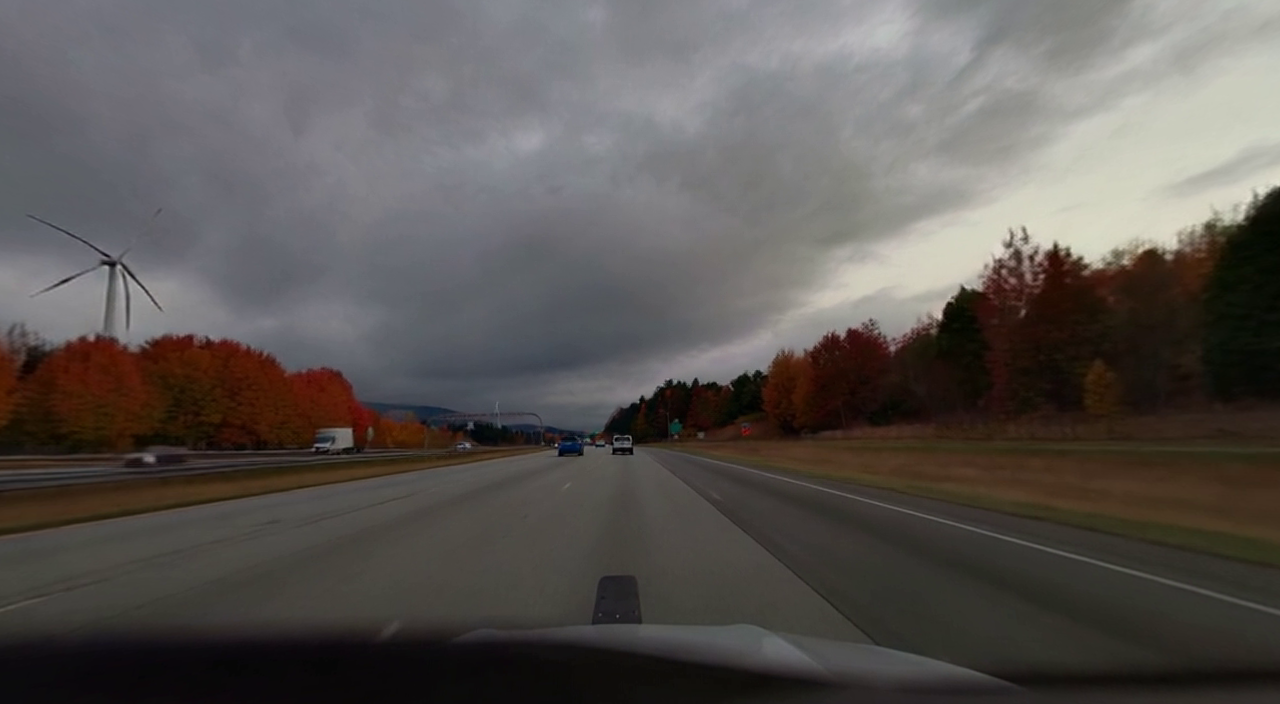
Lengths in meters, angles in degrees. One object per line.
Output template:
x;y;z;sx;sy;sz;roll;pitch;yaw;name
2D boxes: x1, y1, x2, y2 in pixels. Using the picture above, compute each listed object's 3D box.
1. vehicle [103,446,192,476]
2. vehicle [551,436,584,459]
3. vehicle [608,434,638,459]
-28.755;6.364;36.917;1.851;1.595;4.296;0;-8;-3;vehicle
-5.432;7.181;47.422;2.062;1.622;4.153;0;-8;-1;vehicle
-1.311;7.316;48.829;2.213;1.774;4.563;0;-8;-1;vehicle
